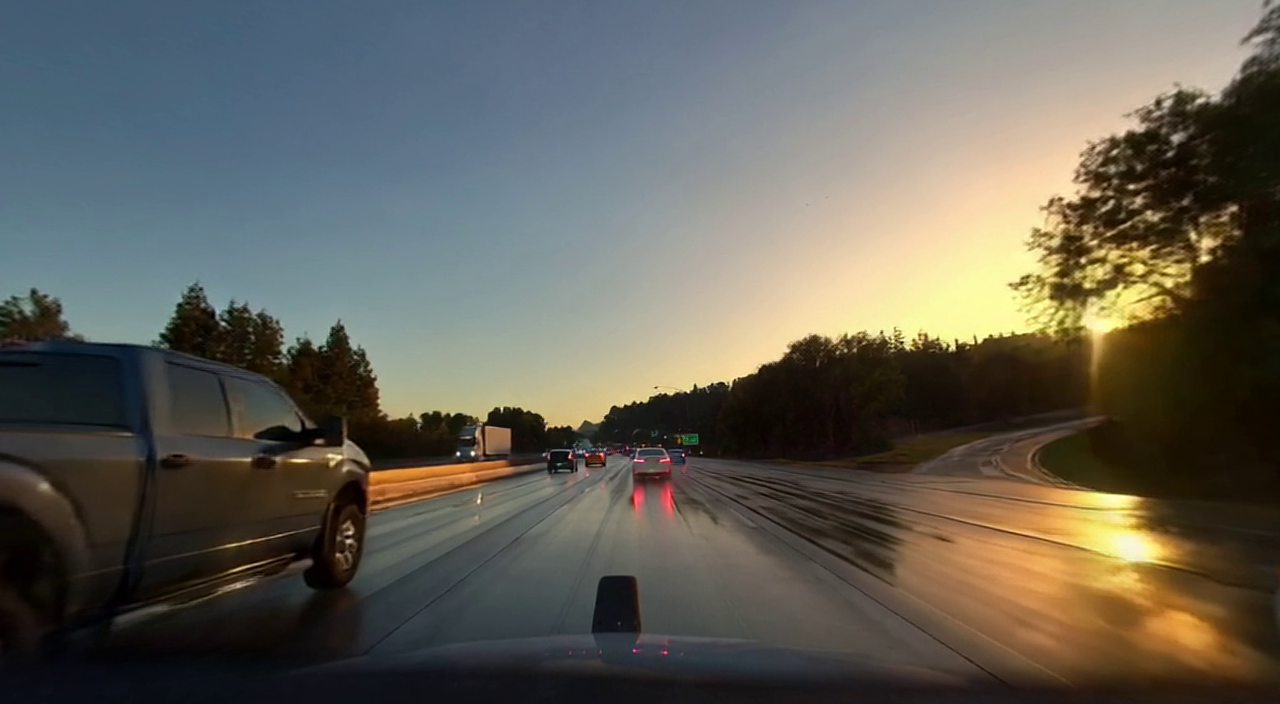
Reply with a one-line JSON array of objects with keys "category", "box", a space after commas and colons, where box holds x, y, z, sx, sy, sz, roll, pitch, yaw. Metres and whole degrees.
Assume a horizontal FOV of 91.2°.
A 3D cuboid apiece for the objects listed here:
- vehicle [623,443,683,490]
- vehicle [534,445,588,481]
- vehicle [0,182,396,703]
[{"category": "vehicle", "box": [0.424, 4.200, 23.290, 2.015, 1.526, 4.286, 0, -9, -1]}, {"category": "vehicle", "box": [-3.644, 5.184, 29.560, 1.940, 1.502, 4.463, 0, -9, 1]}, {"category": "vehicle", "box": [-4.031, 0.718, 4.011, 2.523, 2.458, 6.022, 0, -9, -1]}]
